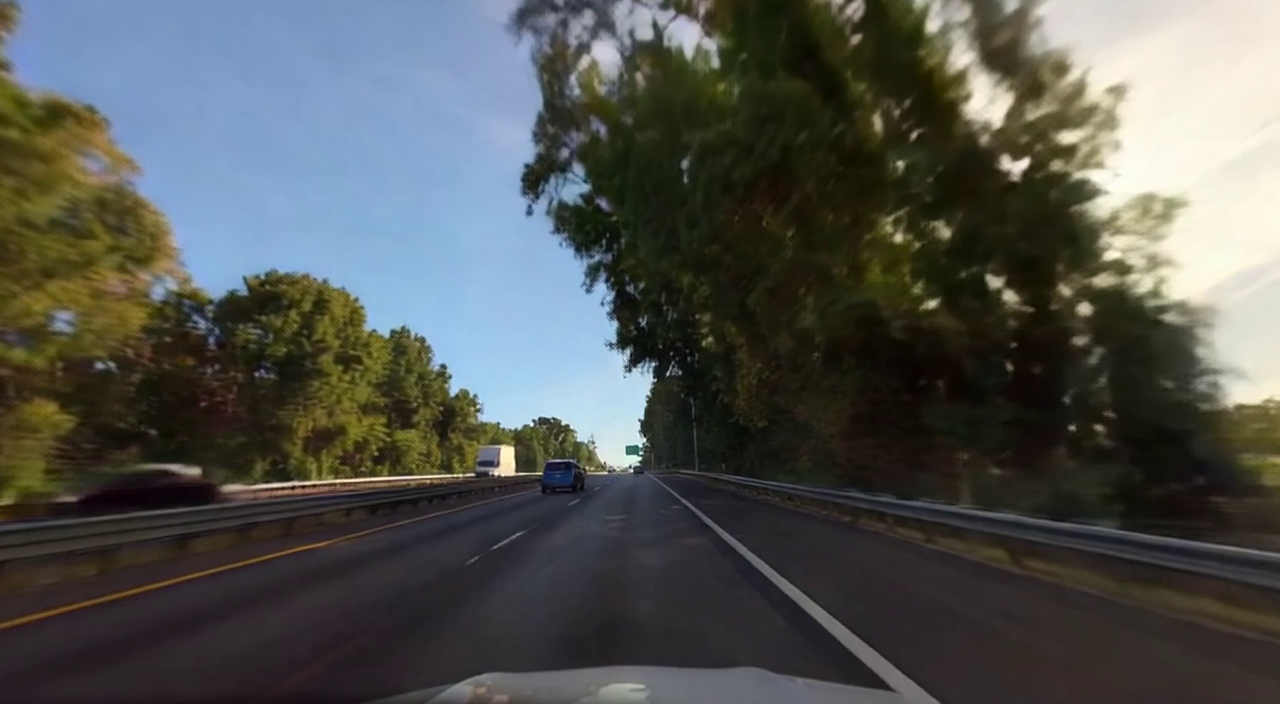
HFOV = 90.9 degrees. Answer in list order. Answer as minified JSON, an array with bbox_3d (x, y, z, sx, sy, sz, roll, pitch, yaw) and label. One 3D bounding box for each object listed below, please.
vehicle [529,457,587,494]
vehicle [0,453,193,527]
[{"bbox_3d":[-3.769,5.798,29.738,2.081,1.586,4.245,0,-10,1],"label":"vehicle"},{"bbox_3d":[-13.418,3.283,15.394,1.885,1.534,4.116,0,-10,1],"label":"vehicle"}]
